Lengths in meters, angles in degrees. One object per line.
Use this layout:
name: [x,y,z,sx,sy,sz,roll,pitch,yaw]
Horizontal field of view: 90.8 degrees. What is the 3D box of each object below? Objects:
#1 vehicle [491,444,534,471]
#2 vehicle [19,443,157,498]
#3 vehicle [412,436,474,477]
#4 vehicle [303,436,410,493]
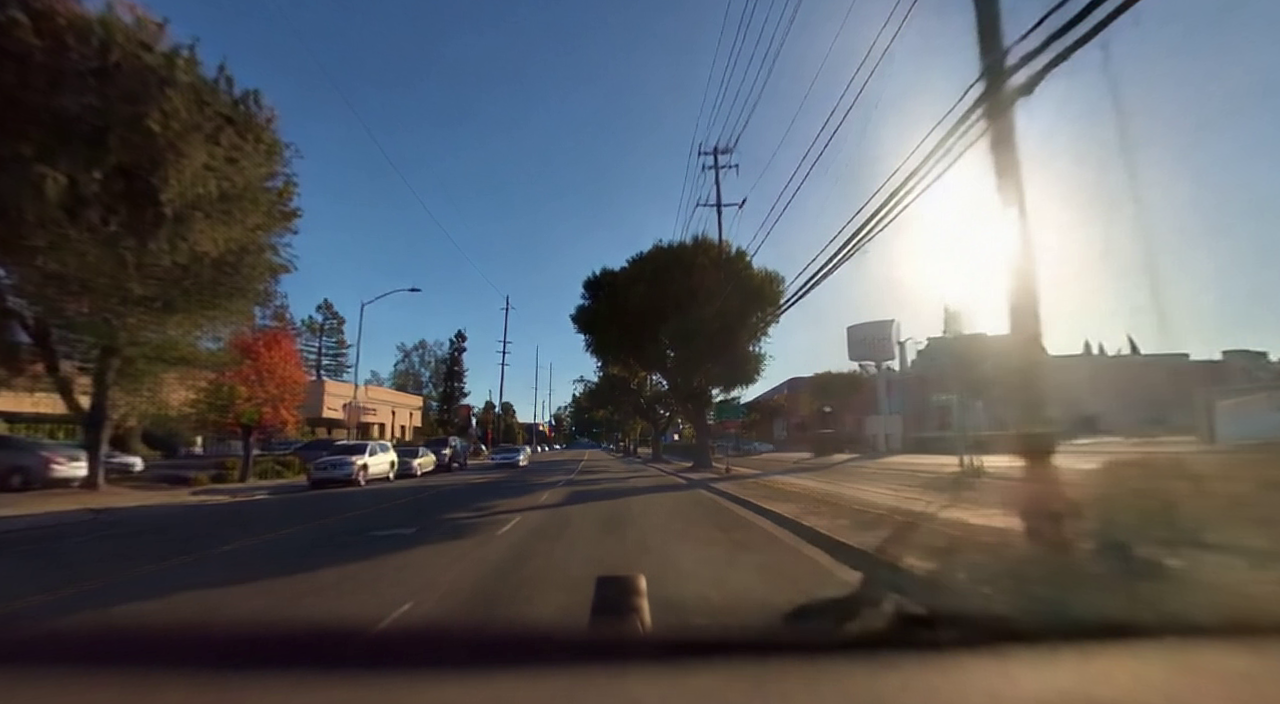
vehicle: [-7.677,6.395,38.384,1.849,1.512,4.302,0,-9,-2]
vehicle: [-17.924,3.869,20.812,1.985,1.455,4.636,0,-10,-23]
vehicle: [-11.182,5.992,36.298,2.210,2.025,5.665,-2,-9,-5]
vehicle: [-10.427,4.149,23.734,2.016,1.872,5.297,1,-9,-6]
